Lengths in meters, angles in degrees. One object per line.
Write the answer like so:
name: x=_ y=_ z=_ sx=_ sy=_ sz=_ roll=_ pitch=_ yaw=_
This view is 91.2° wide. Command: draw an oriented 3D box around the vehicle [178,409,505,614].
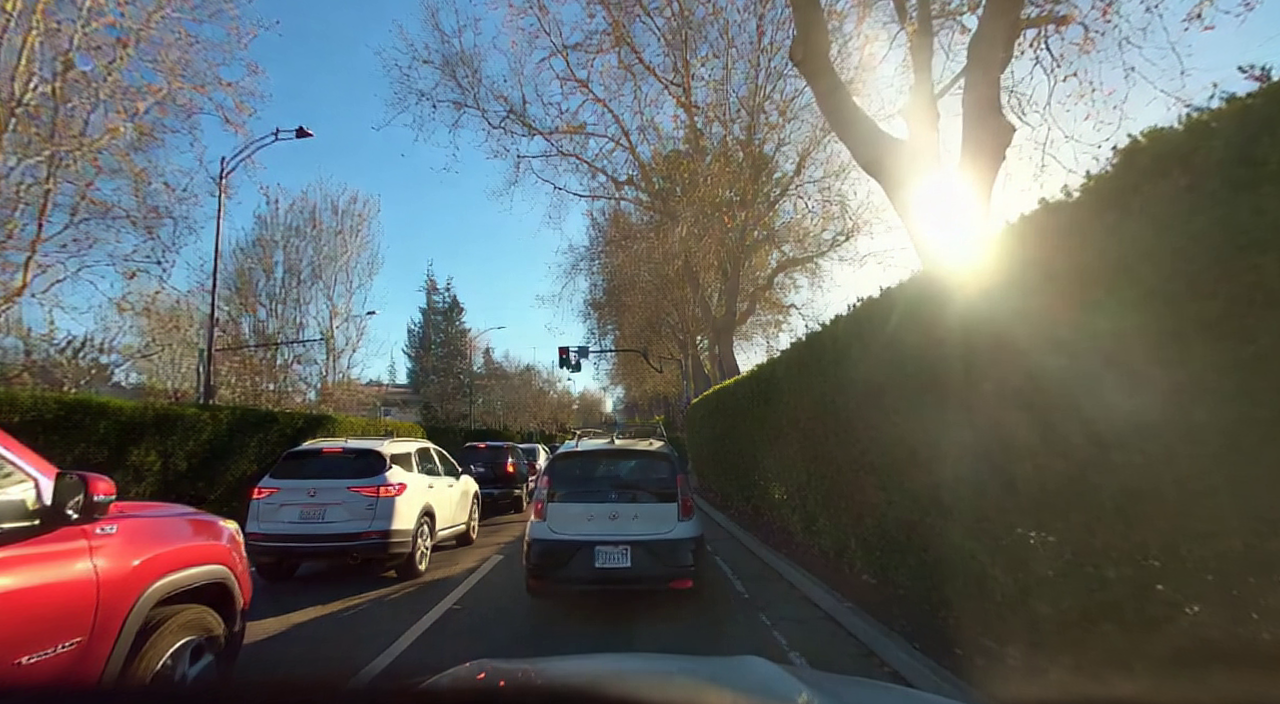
vehicle: x=-3.414 y=1.860 z=8.315 sx=2.256 sy=1.728 sz=4.421 roll=-6 pitch=-8 yaw=-2

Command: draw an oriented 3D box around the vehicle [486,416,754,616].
vehicle: x=-0.194 y=1.637 z=7.130 sx=2.154 sy=1.581 sz=4.007 roll=0 pitch=-9 yaw=-1

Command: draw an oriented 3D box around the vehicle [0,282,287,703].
vehicle: x=-3.283 y=0.678 z=1.266 sx=2.205 sy=1.913 sz=5.327 roll=-6 pitch=-8 yaw=-2
